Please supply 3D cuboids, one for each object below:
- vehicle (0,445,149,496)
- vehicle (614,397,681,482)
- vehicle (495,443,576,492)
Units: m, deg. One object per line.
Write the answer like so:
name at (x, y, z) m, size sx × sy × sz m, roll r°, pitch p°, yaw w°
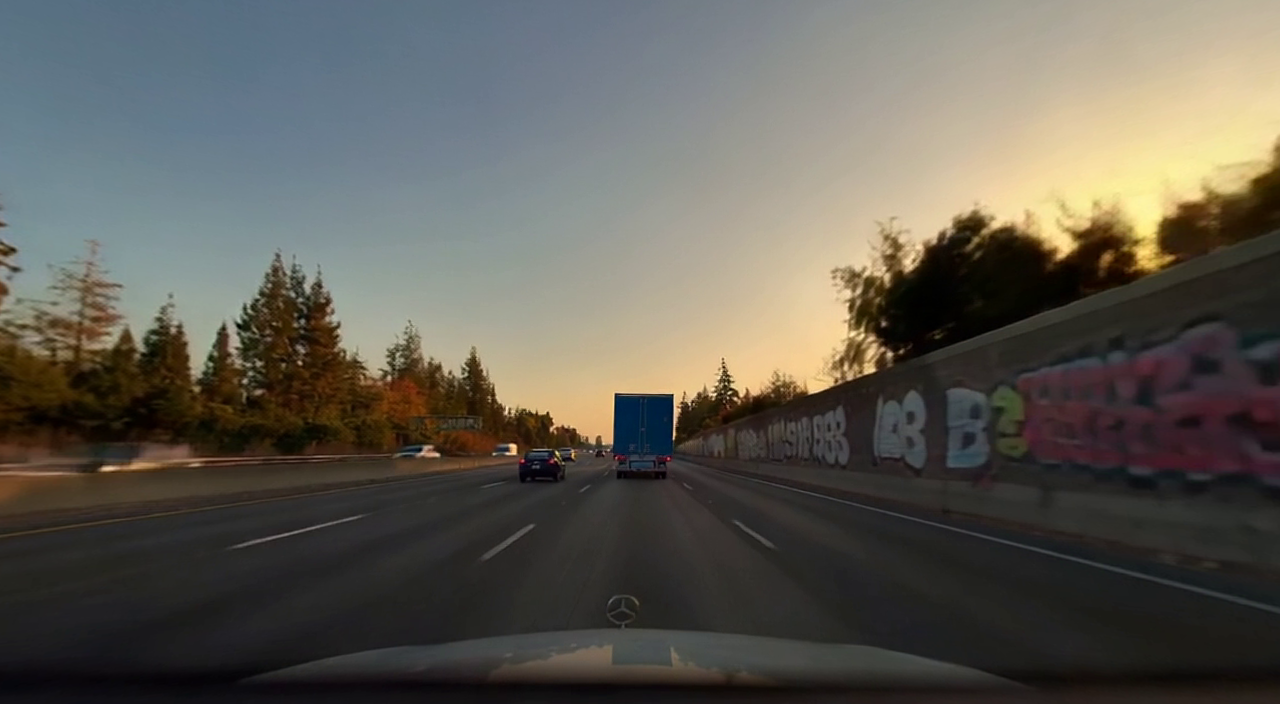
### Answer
vehicle at (-18.211, 3.750, 20.248) m, size 1.732 × 1.449 × 3.840 m, roll 0°, pitch -9°, yaw 0°
vehicle at (0.212, 4.590, 32.527) m, size 2.915 × 3.661 × 9.741 m, roll 0°, pitch -9°, yaw -1°
vehicle at (-3.467, 3.924, 21.730) m, size 2.020 × 1.505 × 4.171 m, roll 0°, pitch -9°, yaw 0°
